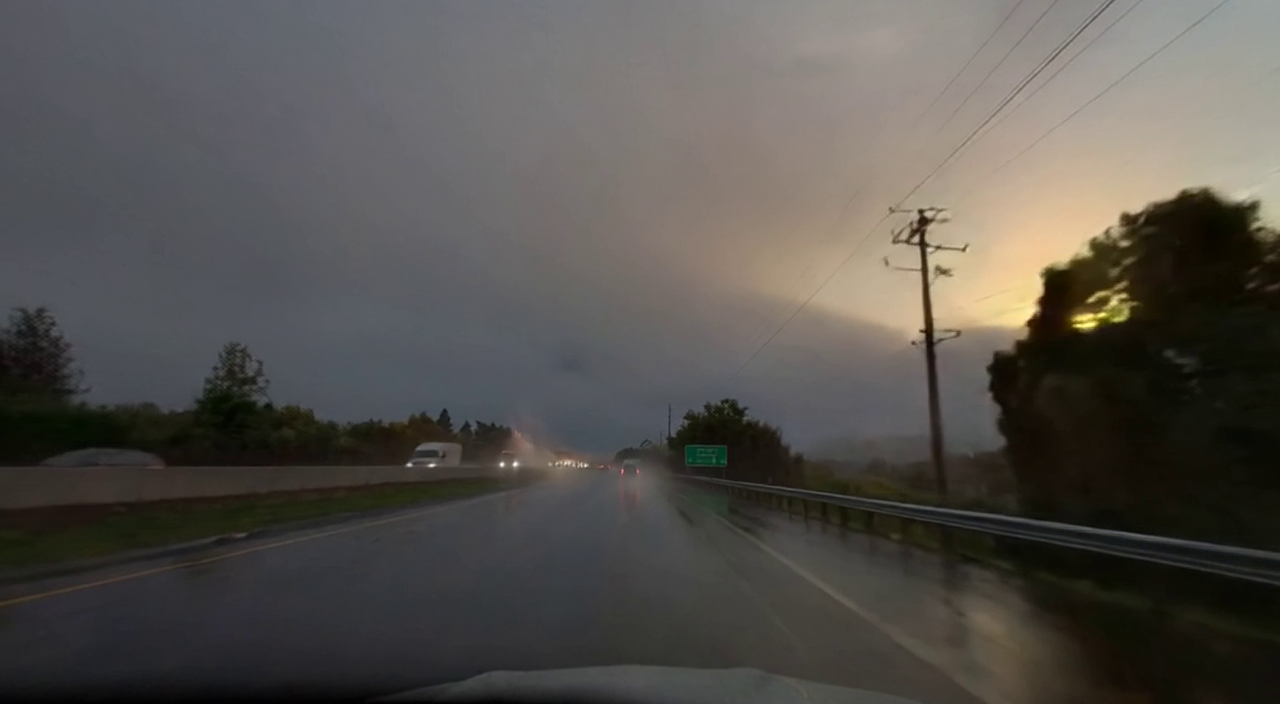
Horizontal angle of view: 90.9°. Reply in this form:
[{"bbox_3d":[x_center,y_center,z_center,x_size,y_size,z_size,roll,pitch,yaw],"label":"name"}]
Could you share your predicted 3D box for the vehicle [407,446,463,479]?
[{"bbox_3d":[-15.167,8.289,47.045,2.198,2.227,5.741,1,-10,0],"label":"vehicle"}]
